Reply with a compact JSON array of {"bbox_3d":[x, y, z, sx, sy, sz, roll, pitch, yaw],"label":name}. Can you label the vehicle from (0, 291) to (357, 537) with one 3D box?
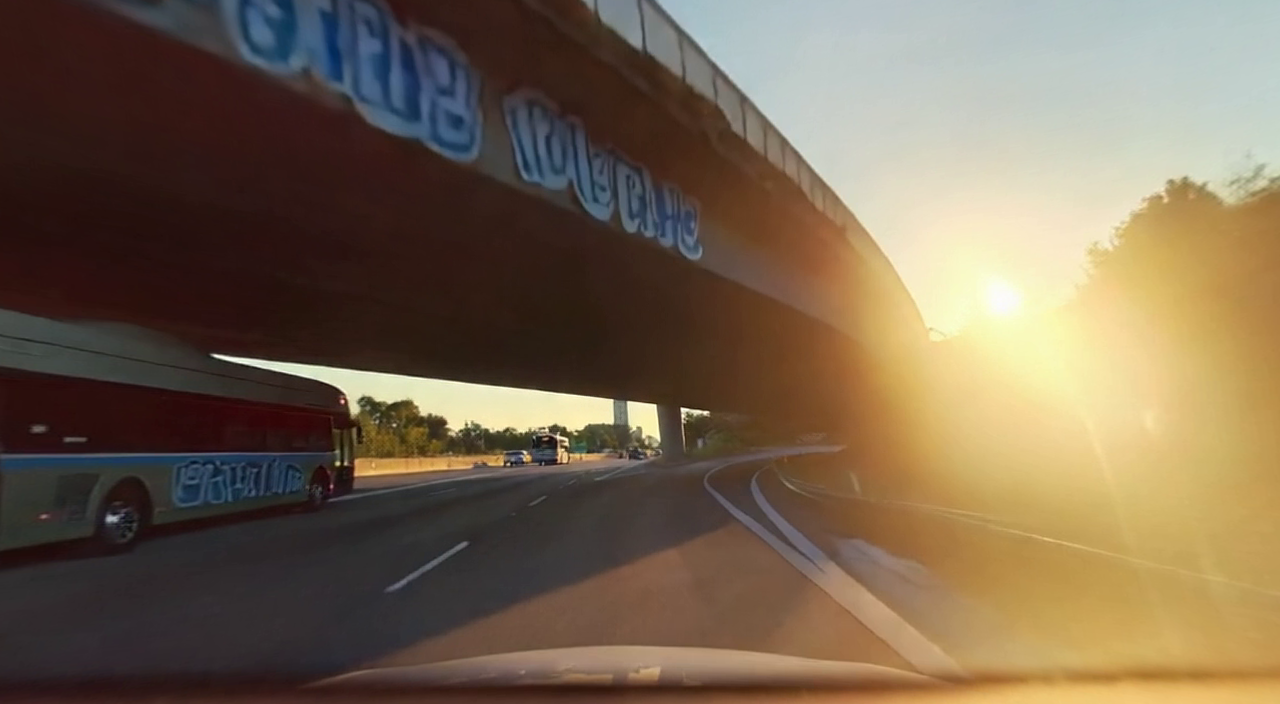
[{"bbox_3d":[-10.930,1.690,14.181,2.986,3.574,13.570,0,-9,-1],"label":"vehicle"}]
